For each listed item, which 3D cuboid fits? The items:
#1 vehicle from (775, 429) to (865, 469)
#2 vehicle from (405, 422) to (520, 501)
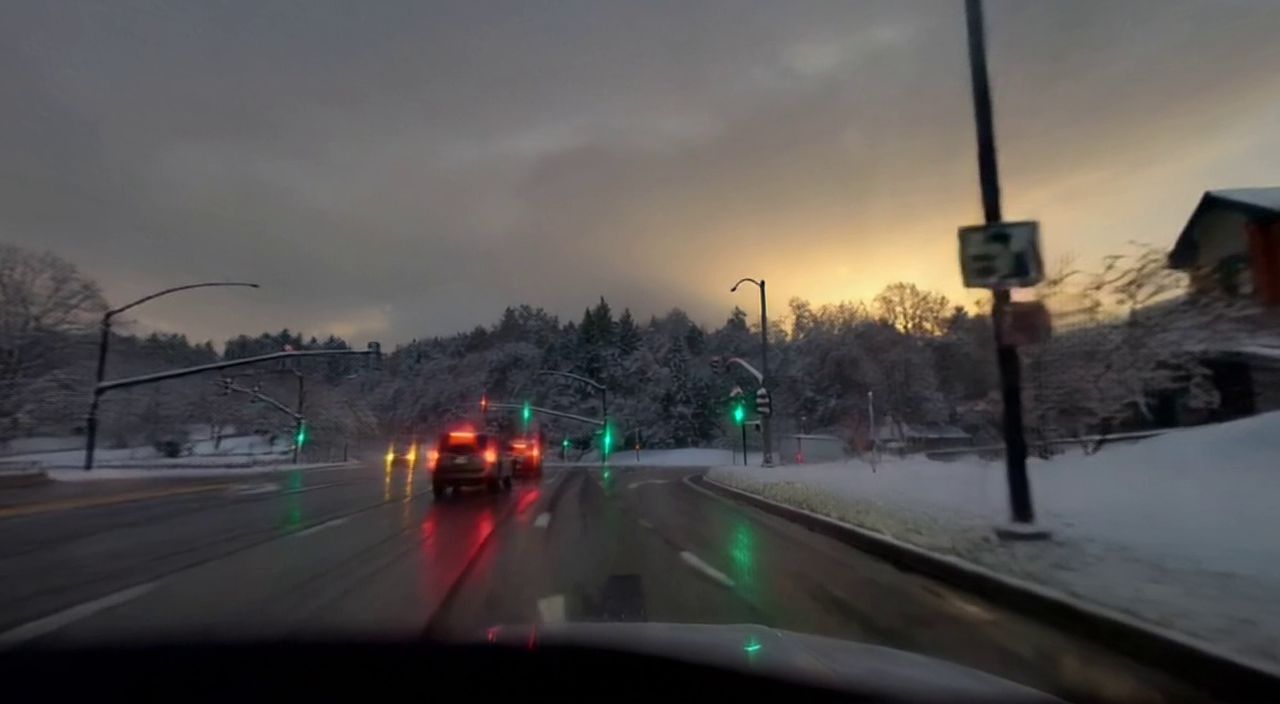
[{"bbox_3d":[13.292,7.174,46.341,6.269,2.785,2.334,4,-9,-25],"label":"vehicle"},{"bbox_3d":[-4.603,2.908,17.042,2.152,1.822,4.391,1,-8,-5],"label":"vehicle"}]
